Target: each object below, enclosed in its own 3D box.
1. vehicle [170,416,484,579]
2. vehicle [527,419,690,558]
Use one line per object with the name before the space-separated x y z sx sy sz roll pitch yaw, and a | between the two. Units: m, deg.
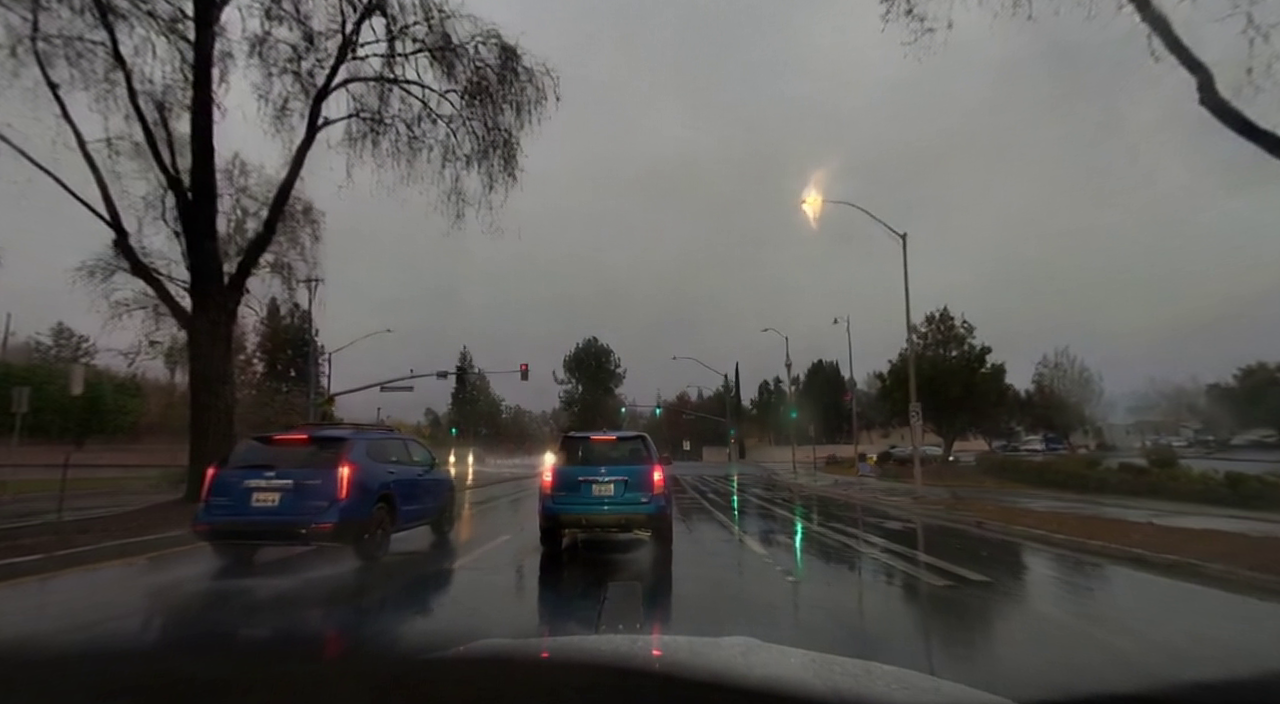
vehicle | -3.849 1.864 8.919 2.009 1.673 4.454 0 -9 2
vehicle | -0.367 2.170 10.860 2.131 1.793 5.016 0 -9 1
